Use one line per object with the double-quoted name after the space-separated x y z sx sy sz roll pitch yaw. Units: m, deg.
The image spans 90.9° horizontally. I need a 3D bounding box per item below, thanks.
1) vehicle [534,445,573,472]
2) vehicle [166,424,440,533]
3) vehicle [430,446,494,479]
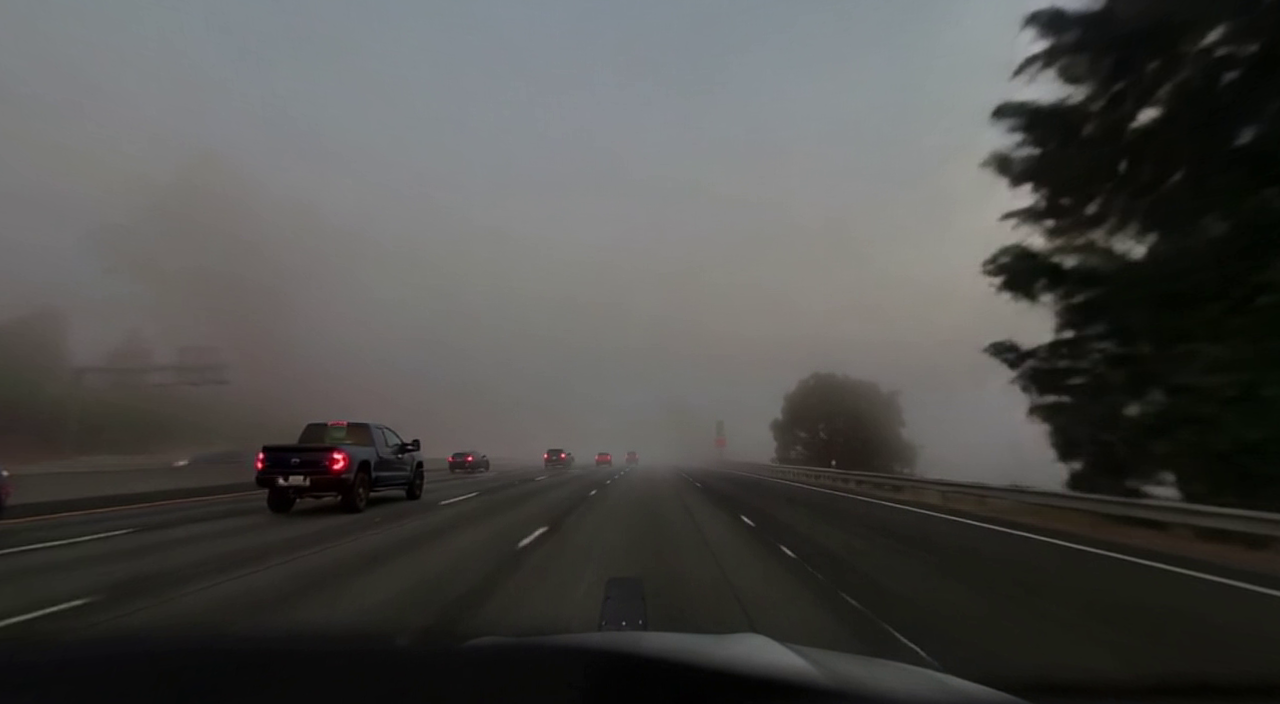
-5.993 7.421 44.222 2.009 1.735 4.358 0 -8 1 "vehicle"
-6.583 2.558 13.621 2.403 1.773 6.276 0 -8 1 "vehicle"
-9.613 5.964 34.410 2.060 1.662 4.469 -1 -8 2 "vehicle"
